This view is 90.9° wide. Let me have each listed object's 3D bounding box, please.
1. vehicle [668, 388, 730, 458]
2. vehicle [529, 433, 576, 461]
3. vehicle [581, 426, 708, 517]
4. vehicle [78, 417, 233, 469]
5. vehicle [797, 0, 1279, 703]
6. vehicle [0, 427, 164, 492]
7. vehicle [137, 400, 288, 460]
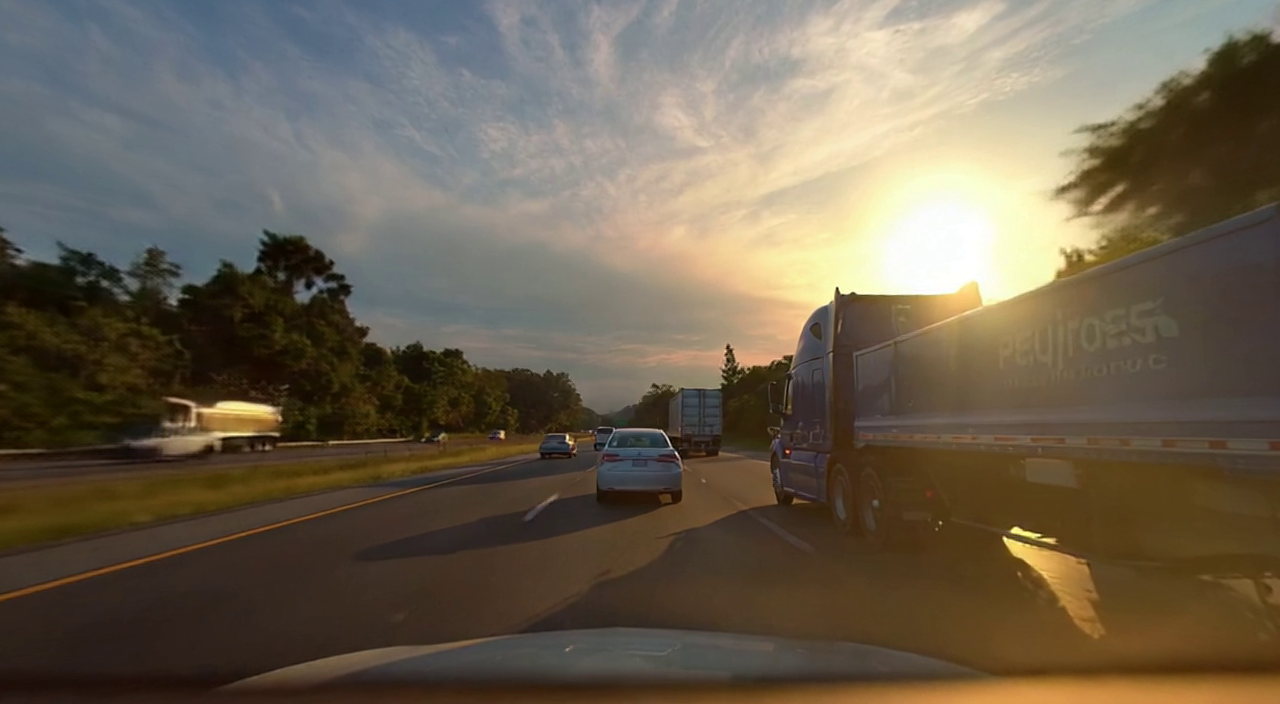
[{"bbox_3d":[3.736,5.064,43.597,2.869,4.067,13.731,0,-8,0],"label":"vehicle"},{"bbox_3d":[-4.754,5.202,34.893,1.983,1.434,4.451,0,-8,0],"label":"vehicle"},{"bbox_3d":[0.034,2.156,11.920,2.021,1.435,3.611,0,-8,-1],"label":"vehicle"},{"bbox_3d":[-18.882,3.573,24.923,2.139,1.859,4.845,0,-8,2],"label":"vehicle"},{"bbox_3d":[4.121,-0.211,3.458,2.816,4.070,14.136,0,-8,0],"label":"vehicle"},{"bbox_3d":[-15.891,2.880,17.484,1.835,1.541,4.415,0,-7,2],"label":"vehicle"},{"bbox_3d":[-23.104,4.316,34.731,2.607,2.931,7.726,0,-7,2],"label":"vehicle"}]
